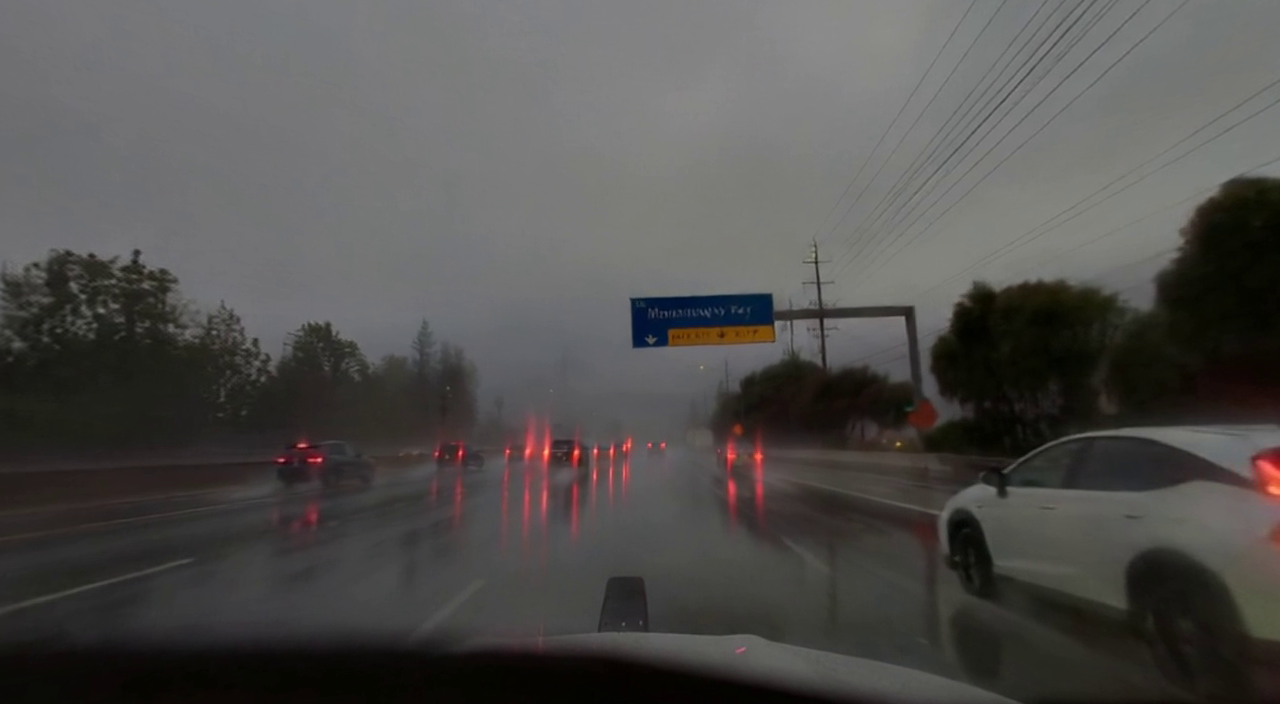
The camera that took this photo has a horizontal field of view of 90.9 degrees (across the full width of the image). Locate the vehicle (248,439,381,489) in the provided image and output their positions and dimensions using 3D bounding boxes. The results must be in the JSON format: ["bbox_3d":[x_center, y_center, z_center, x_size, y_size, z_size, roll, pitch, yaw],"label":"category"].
[{"bbox_3d":[-10.654,3.687,21.131,1.926,1.479,4.688,0,-8,1],"label":"vehicle"}]

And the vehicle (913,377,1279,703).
[{"bbox_3d":[3.784,1.106,4.111,2.036,1.580,4.360,0,-8,0],"label":"vehicle"}]

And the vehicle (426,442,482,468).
[{"bbox_3d":[-10.949,6.084,37.446,1.877,1.458,4.543,0,-8,1],"label":"vehicle"}]

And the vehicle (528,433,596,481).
[{"bbox_3d":[-3.099,4.272,26.027,2.133,1.775,4.530,0,-8,1],"label":"vehicle"}]

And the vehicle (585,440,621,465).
[{"bbox_3d":[-2.520,7.028,44.388,2.133,1.668,4.505,0,-8,2],"label":"vehicle"}]

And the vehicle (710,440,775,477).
[{"bbox_3d":[4.405,4.643,27.761,2.022,1.472,4.678,0,-8,-1],"label":"vehicle"}]
